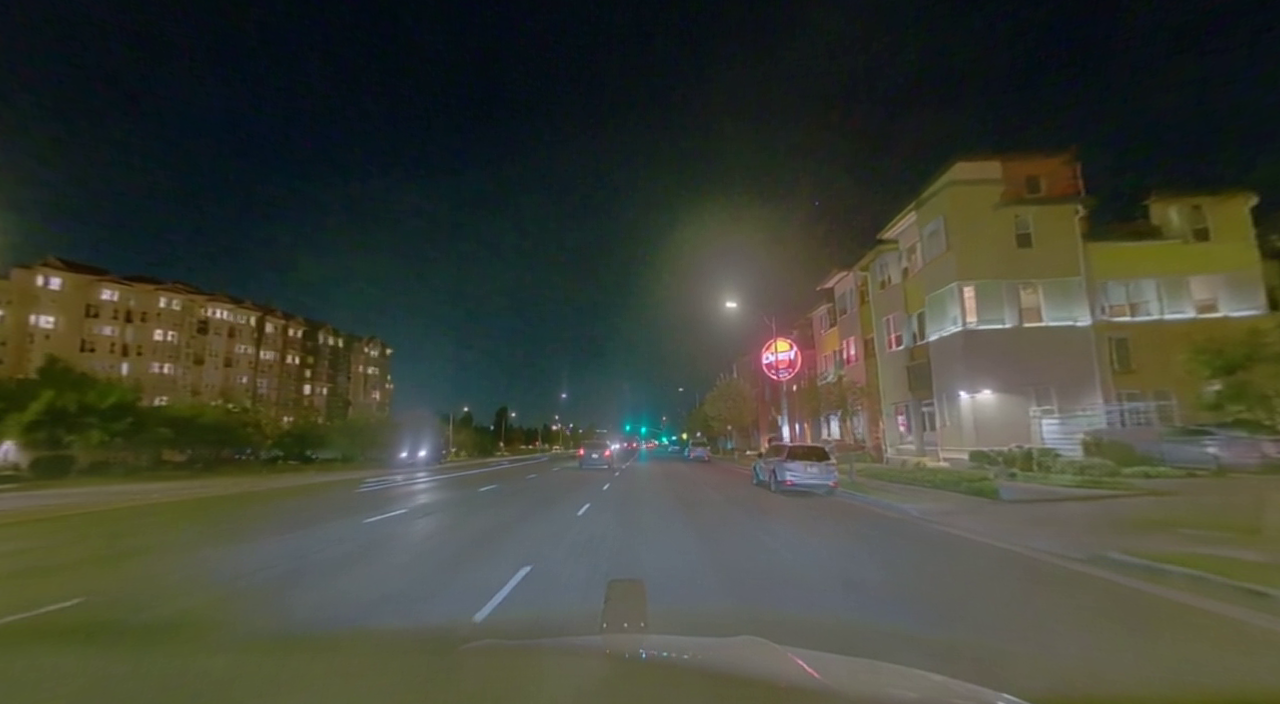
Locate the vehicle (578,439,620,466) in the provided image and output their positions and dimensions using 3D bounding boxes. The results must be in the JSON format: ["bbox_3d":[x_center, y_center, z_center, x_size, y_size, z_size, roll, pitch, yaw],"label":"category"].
[{"bbox_3d":[-2.449,6.146,38.648,2.176,1.543,4.335,0,-8,1],"label":"vehicle"}]

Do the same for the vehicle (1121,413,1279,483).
[{"bbox_3d":[15.828,2.536,16.740,2.259,1.602,4.606,0,-8,-4],"label":"vehicle"}]

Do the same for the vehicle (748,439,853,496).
[{"bbox_3d":[4.631,3.379,18.897,2.025,1.500,4.465,0,-8,1],"label":"vehicle"}]

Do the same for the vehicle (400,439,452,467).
[{"bbox_3d":[-14.367,6.776,42.507,1.973,1.742,4.024,0,-8,1],"label":"vehicle"}]
